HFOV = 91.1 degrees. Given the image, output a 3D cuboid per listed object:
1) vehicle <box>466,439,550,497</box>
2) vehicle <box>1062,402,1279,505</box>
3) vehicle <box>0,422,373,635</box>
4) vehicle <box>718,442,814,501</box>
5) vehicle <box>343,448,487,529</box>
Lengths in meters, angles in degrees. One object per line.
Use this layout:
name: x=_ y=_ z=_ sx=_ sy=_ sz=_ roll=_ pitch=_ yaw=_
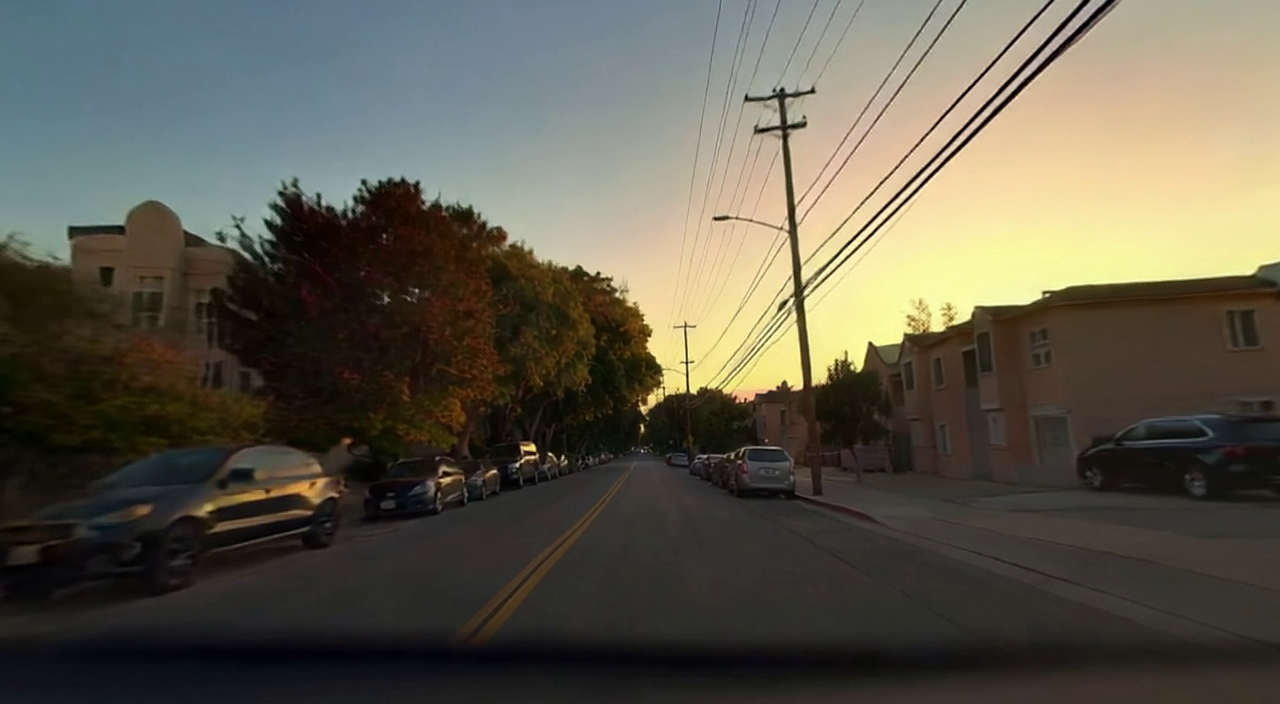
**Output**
vehicle: x=-5.932 y=5.234 z=29.046 sx=2.376 sy=2.219 sz=6.021 roll=-3 pitch=-7 yaw=2
vehicle: x=13.980 y=2.509 z=15.639 sx=2.229 sy=2.040 sz=6.832 roll=0 pitch=-9 yaw=1
vehicle: x=-6.164 y=2.143 z=9.000 sx=2.063 sy=1.936 sz=5.919 roll=-4 pitch=-8 yaw=0
vehicle: x=4.064 y=3.929 z=21.077 sx=2.328 sy=1.730 sz=4.225 roll=0 pitch=-9 yaw=0
vehicle: x=-6.070 y=3.663 z=17.644 sx=2.247 sy=1.698 sz=4.944 roll=-4 pitch=-8 yaw=0
